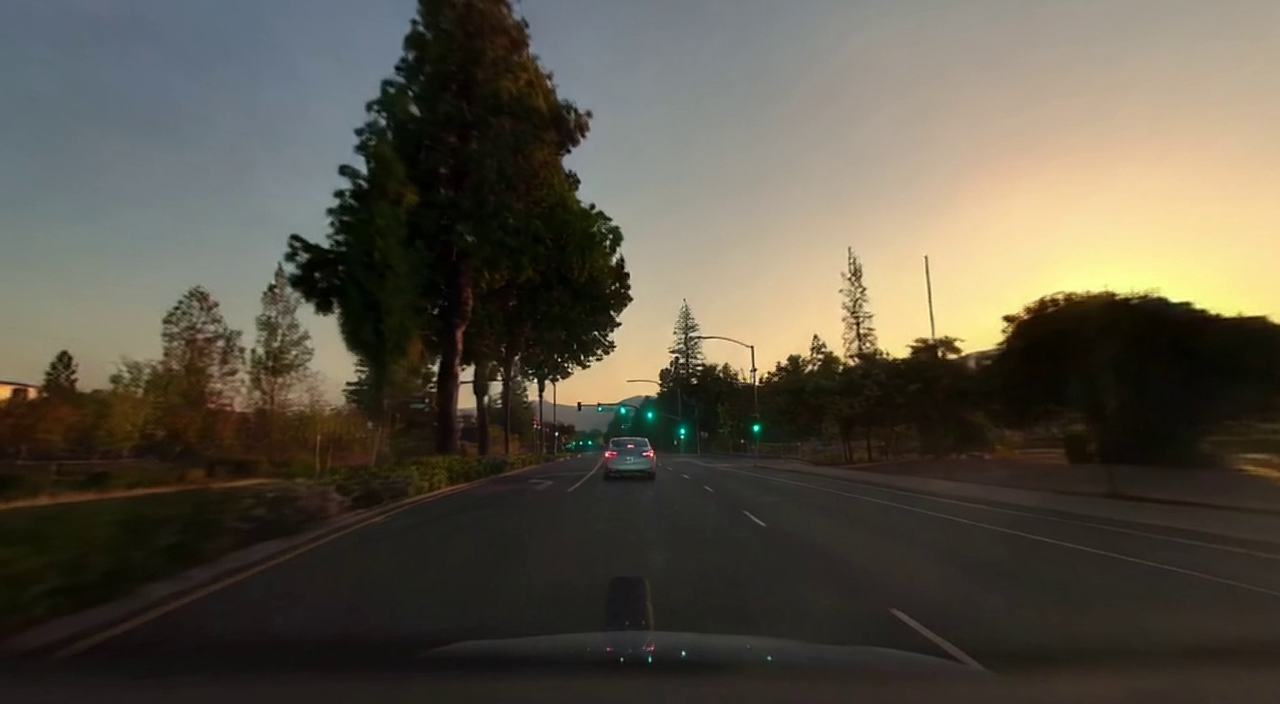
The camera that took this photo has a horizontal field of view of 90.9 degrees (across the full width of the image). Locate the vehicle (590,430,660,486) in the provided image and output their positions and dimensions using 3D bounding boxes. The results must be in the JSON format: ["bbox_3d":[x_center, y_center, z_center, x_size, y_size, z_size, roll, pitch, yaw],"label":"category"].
[{"bbox_3d":[-0.513,3.648,21.994,2.192,1.734,4.176,0,-9,-1],"label":"vehicle"}]
